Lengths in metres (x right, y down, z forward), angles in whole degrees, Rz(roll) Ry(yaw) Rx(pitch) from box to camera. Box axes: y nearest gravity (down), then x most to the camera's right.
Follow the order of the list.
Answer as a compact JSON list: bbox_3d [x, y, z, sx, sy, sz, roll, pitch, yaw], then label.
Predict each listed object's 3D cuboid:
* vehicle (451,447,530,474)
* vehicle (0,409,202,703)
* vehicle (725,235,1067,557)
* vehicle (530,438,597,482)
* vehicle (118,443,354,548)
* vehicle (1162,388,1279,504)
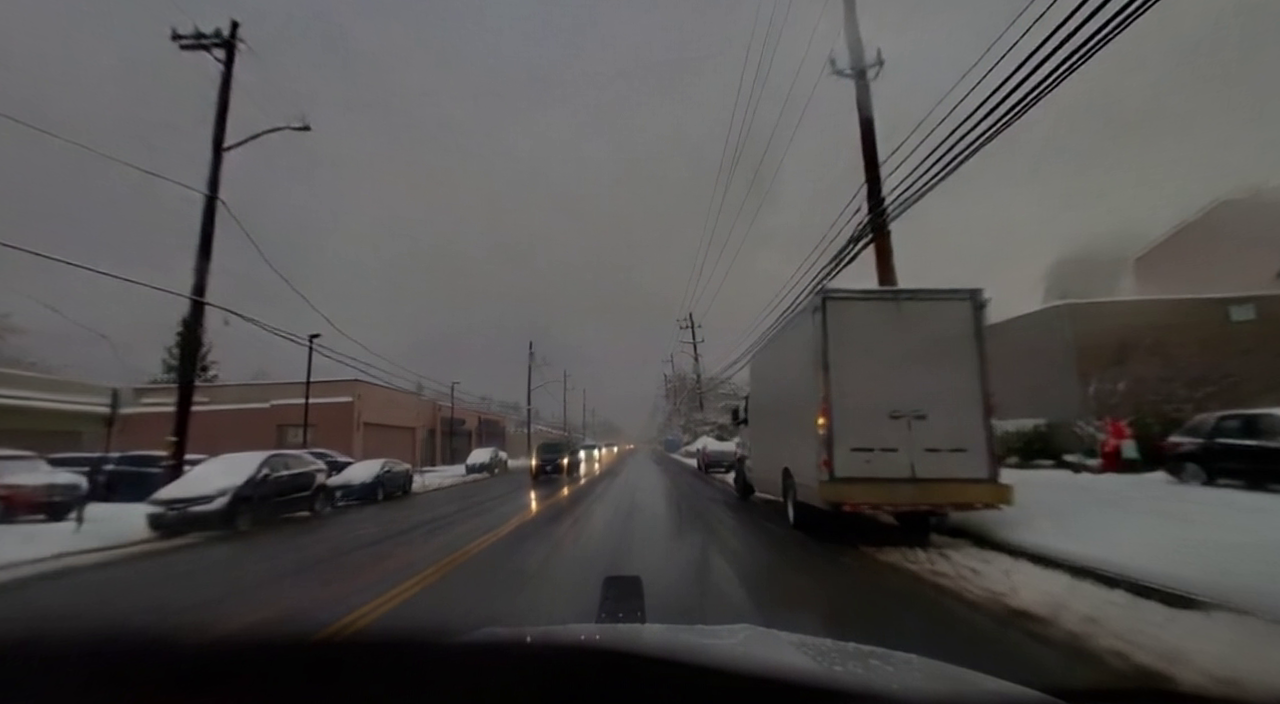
[{"bbox_3d":[-10.035,7.262,42.325,4.936,1.703,1.959,3,-9,-18],"label":"vehicle"},{"bbox_3d":[-3.892,0.960,2.005,2.020,1.528,4.258,-3,-9,-1],"label":"vehicle"},{"bbox_3d":[3.592,1.097,11.824,2.874,3.757,8.612,2,-9,1],"label":"vehicle"},{"bbox_3d":[-3.059,4.446,26.239,2.061,1.679,4.042,-1,-9,3],"label":"vehicle"},{"bbox_3d":[-8.166,2.844,13.455,1.954,1.622,4.761,-5,-8,-1],"label":"vehicle"},{"bbox_3d":[10.609,1.401,9.456,2.040,1.722,4.502,-1,-9,7],"label":"vehicle"}]
